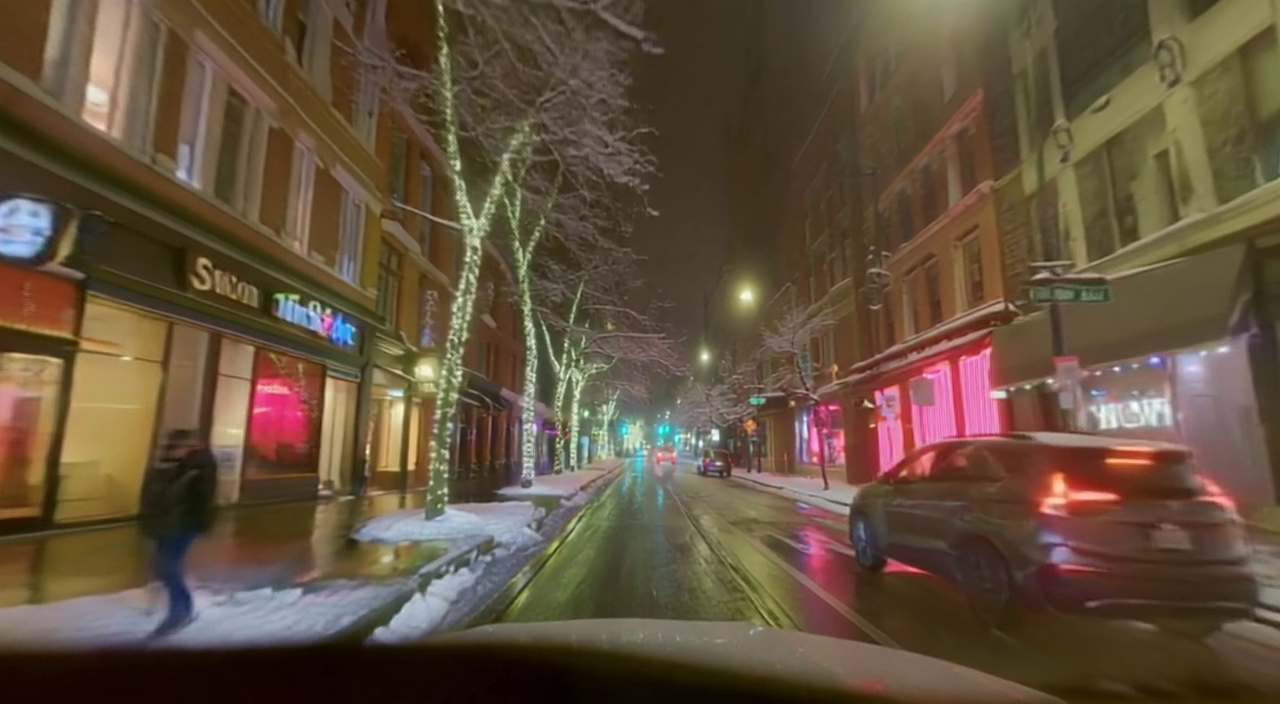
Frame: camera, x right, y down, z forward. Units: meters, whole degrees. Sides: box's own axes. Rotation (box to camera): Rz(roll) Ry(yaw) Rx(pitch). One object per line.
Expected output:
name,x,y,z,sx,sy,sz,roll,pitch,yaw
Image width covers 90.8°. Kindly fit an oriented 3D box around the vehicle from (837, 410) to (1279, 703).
vehicle,3.474,1.420,5.622,1.971,1.559,4.326,0,-9,-1
